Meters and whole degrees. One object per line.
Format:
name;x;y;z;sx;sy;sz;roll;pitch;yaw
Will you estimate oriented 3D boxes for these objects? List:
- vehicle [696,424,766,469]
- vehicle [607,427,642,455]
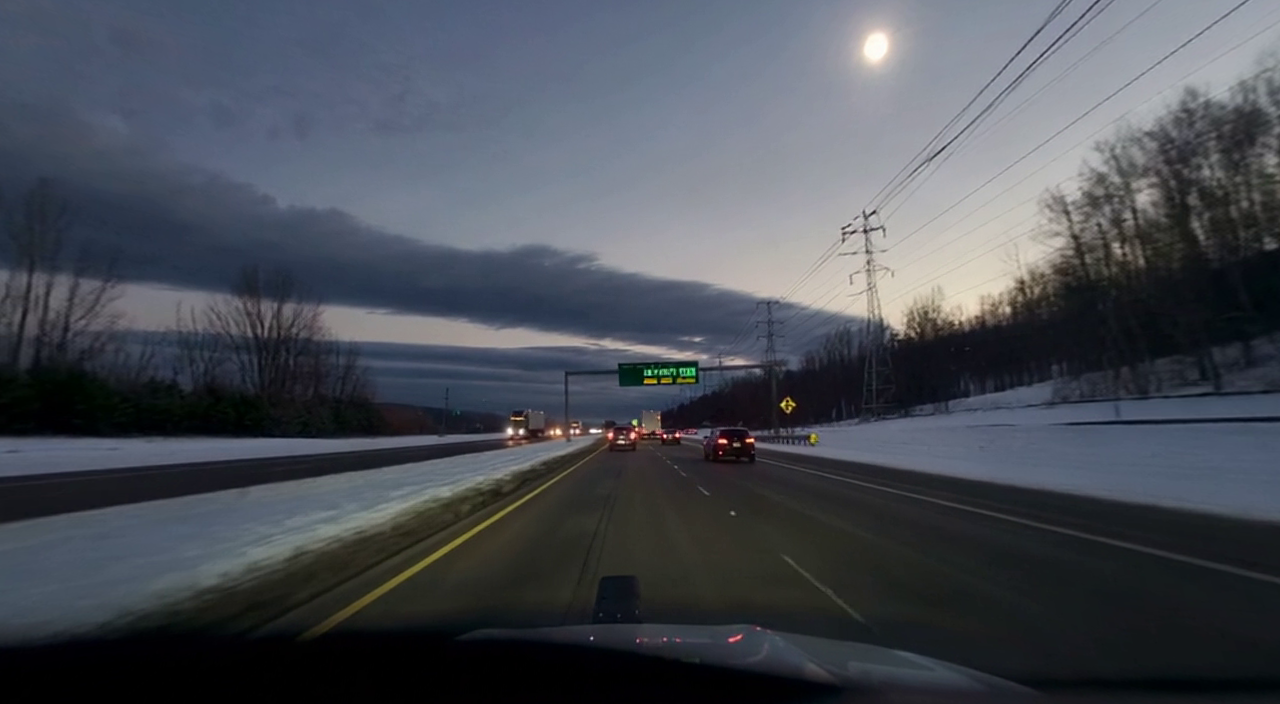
vehicle;3.402;3.637;24.334;2.062;1.581;3.914;0;-8;-1
vehicle;-0.949;5.665;40.283;2.134;1.710;4.049;0;-7;-1
